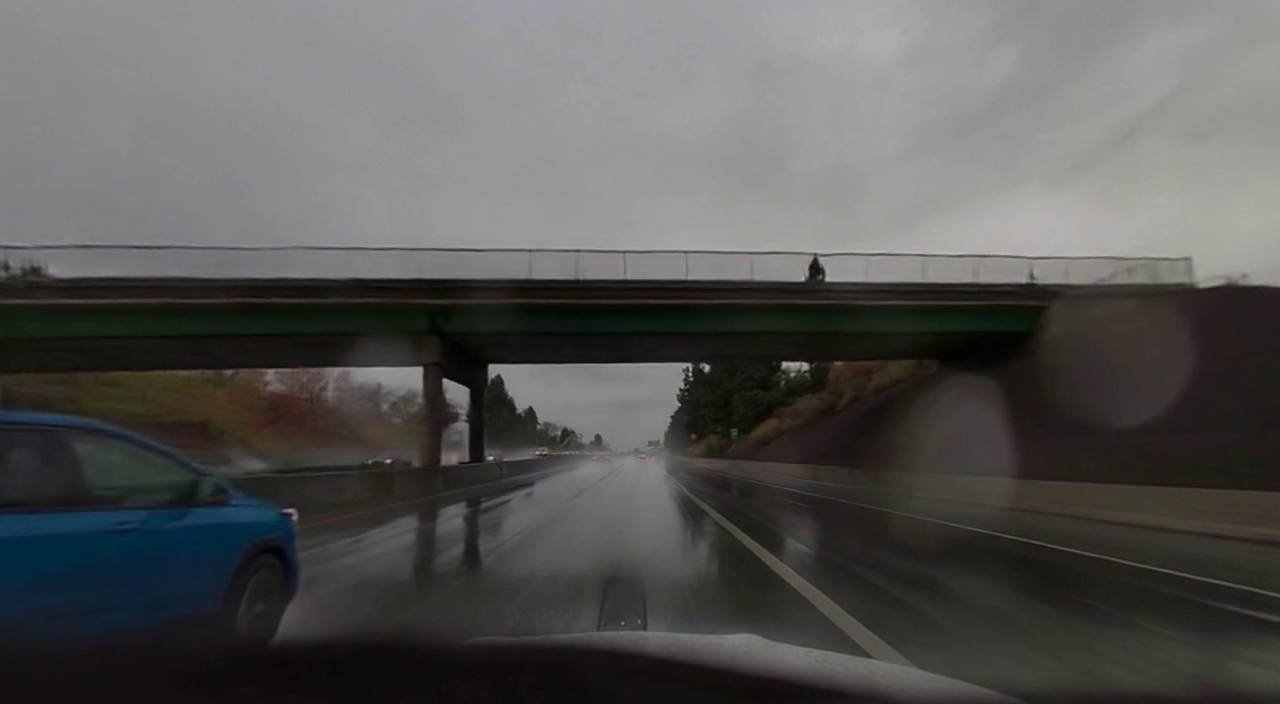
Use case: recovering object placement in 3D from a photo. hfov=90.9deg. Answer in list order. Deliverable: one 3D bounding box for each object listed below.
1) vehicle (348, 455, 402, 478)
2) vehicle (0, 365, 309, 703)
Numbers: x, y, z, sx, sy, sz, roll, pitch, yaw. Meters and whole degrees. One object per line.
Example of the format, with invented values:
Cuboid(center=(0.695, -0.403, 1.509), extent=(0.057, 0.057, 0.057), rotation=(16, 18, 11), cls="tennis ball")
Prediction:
Cuboid(center=(-18.125, 7.813, 43.362), extent=(1.785, 1.459, 4.516), rotation=(0, -9, -1), cls="vehicle")
Cuboid(center=(-3.500, 0.814, 1.975), extent=(2.274, 1.628, 4.807), rotation=(0, -9, 0), cls="vehicle")
